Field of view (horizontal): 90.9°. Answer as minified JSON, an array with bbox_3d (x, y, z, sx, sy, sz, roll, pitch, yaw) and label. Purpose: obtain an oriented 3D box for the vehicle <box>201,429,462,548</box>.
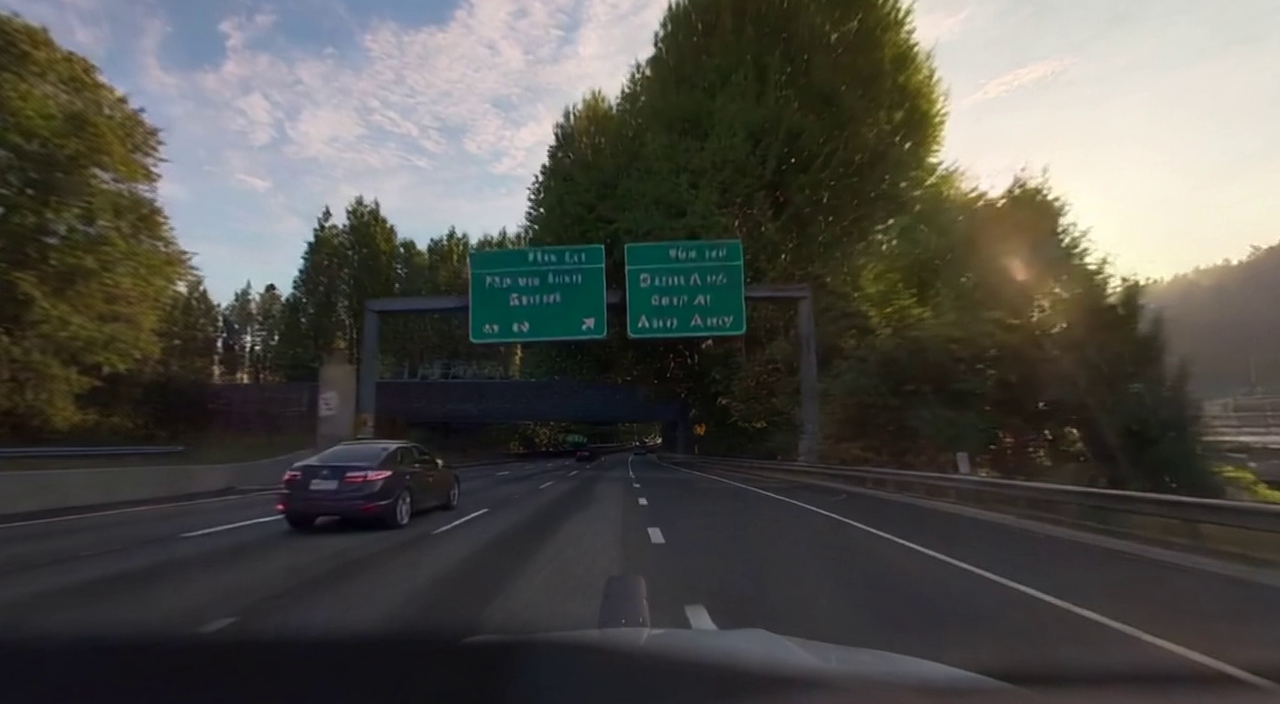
[{"bbox_3d":[-4.803,2.199,10.890,2.065,1.551,4.889,0,-9,-1],"label":"vehicle"}]
